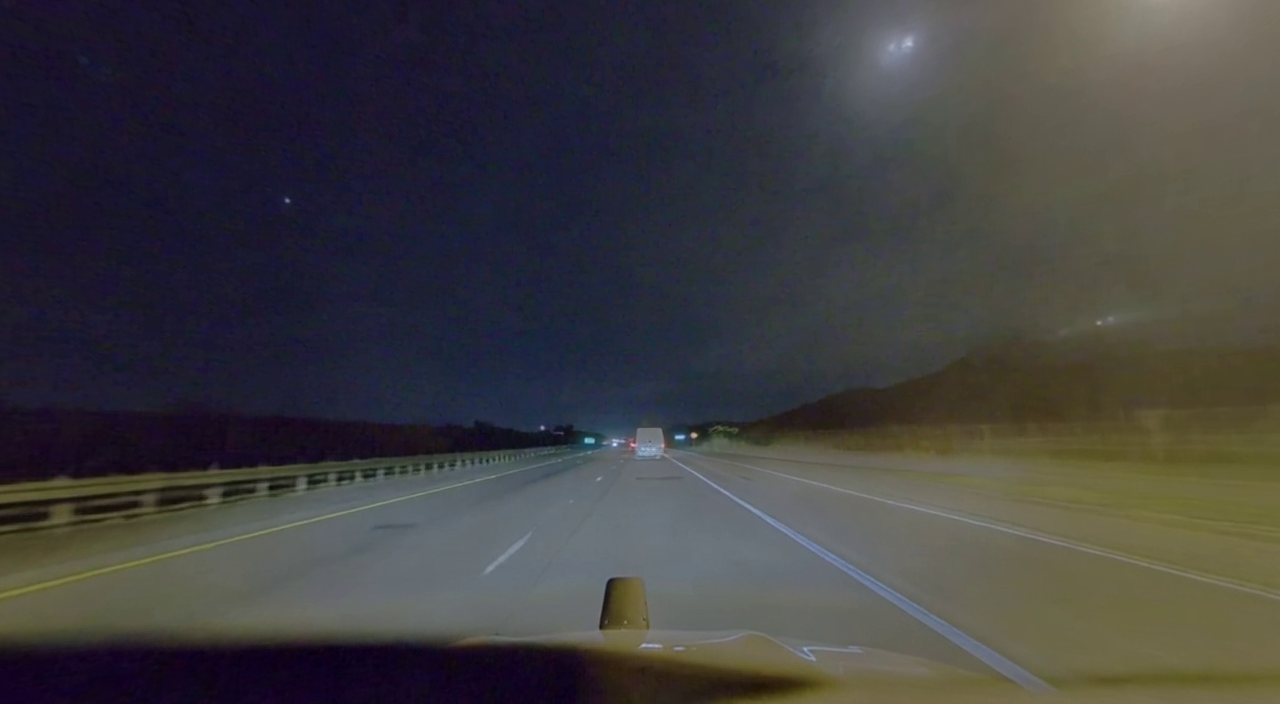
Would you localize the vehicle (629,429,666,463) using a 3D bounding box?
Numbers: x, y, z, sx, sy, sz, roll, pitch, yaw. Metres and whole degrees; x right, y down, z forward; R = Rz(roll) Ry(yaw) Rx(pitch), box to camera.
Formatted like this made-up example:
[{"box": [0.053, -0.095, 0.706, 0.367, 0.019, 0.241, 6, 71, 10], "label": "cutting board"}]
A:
[{"box": [0.516, 6.142, 41.243, 2.277, 2.109, 4.922, 0, -8, 1], "label": "vehicle"}]
